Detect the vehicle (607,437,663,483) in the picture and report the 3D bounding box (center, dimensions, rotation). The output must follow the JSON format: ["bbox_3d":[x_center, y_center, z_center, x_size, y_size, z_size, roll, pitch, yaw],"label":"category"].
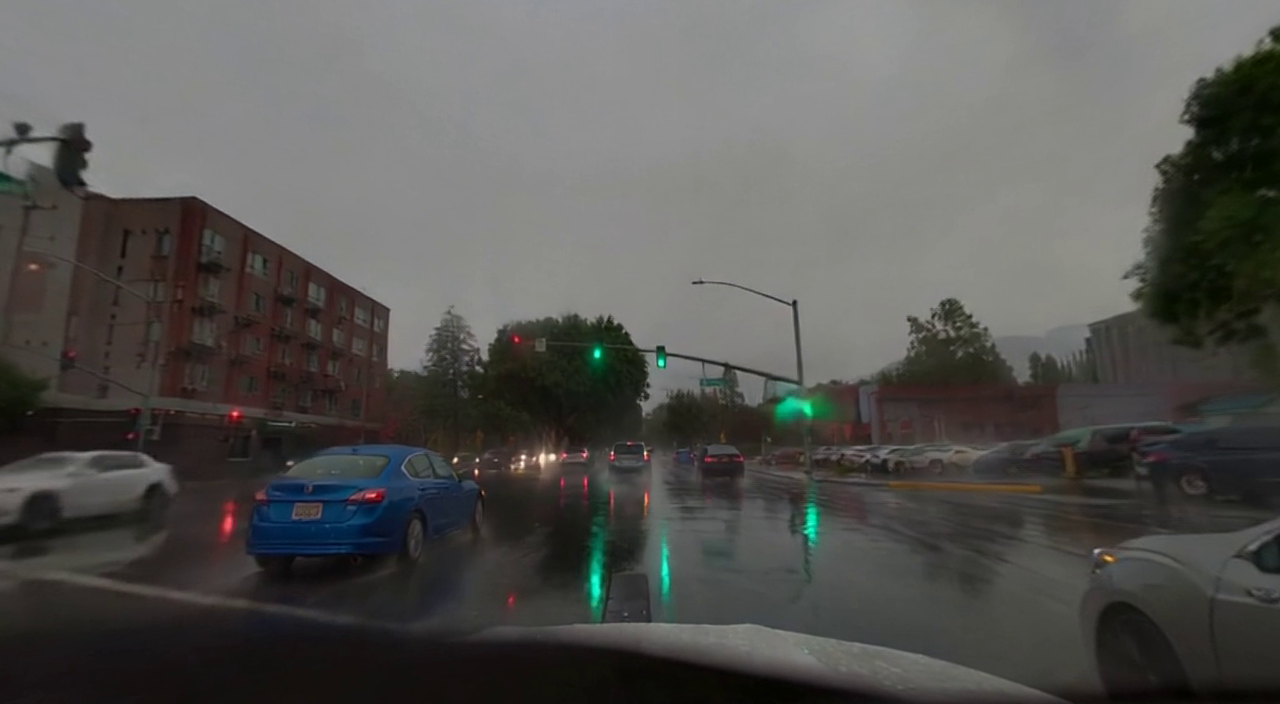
[{"bbox_3d":[-0.205,4.895,28.873,2.361,1.898,4.465,0,-9,0],"label":"vehicle"}]

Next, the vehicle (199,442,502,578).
[{"bbox_3d":[-3.424,1.930,8.493,2.115,1.369,3.908,0,-9,2],"label":"vehicle"}]

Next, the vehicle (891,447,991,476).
[{"bbox_3d":[16.157,5.868,34.023,4.407,1.492,1.930,0,-9,2],"label":"vehicle"}]

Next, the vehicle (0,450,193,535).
[{"bbox_3d":[-12.435,2.903,13.708,2.008,1.498,4.557,0,-9,0],"label":"vehicle"}]

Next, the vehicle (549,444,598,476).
[{"bbox_3d":[-3.537,5.841,34.297,2.130,1.645,3.995,0,-9,1],"label":"vehicle"}]

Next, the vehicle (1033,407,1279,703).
[{"bbox_3d":[3.225,0.794,1.253,2.052,1.475,4.540,0,-9,2],"label":"vehicle"}]

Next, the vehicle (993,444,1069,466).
[{"bbox_3d":[29.506,7.785,47.658,4.324,1.538,2.071,0,-9,-2],"label":"vehicle"}]

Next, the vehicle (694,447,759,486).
[{"bbox_3d":[3.501,4.710,26.215,2.058,1.472,4.317,0,-9,0],"label":"vehicle"}]
